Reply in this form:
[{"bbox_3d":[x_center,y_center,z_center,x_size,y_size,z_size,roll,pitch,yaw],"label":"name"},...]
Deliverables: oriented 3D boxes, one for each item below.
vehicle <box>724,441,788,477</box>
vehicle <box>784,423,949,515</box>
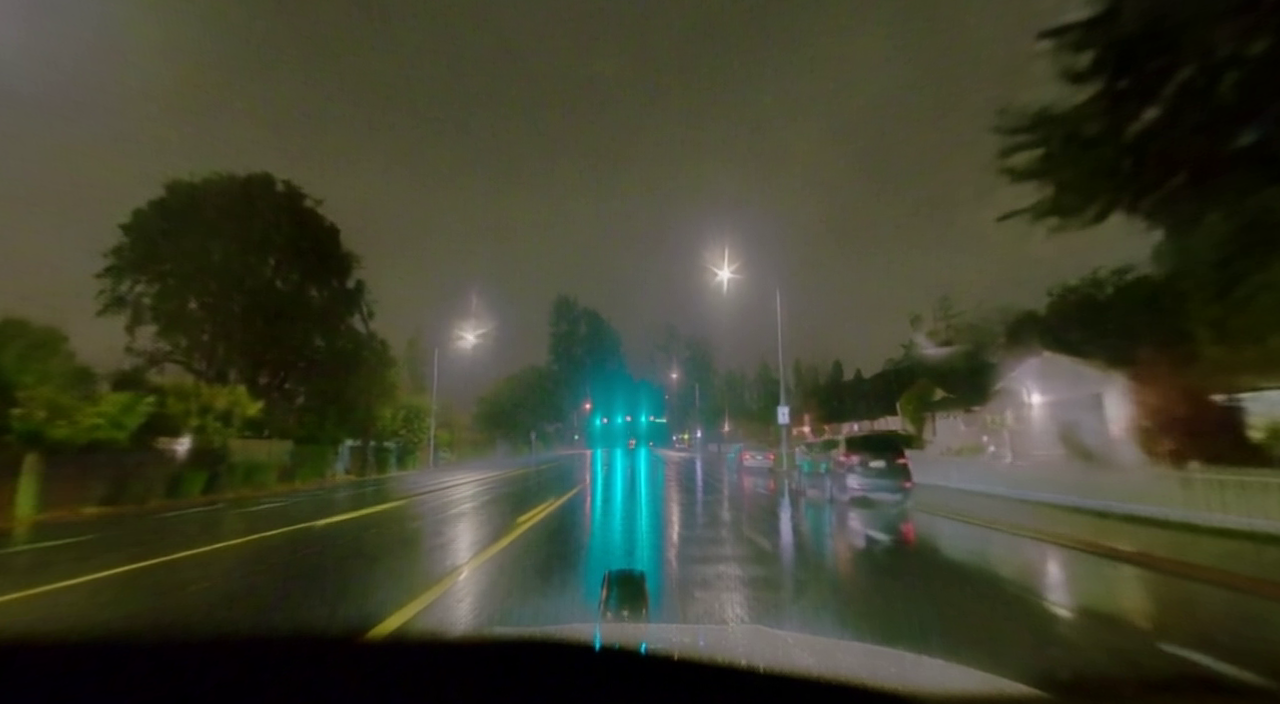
[{"bbox_3d":[5.131,4.815,28.633,1.995,1.472,4.884,0,-8,0],"label":"vehicle"},{"bbox_3d":[4.915,2.605,14.526,2.069,1.743,4.595,0,-8,0],"label":"vehicle"}]
